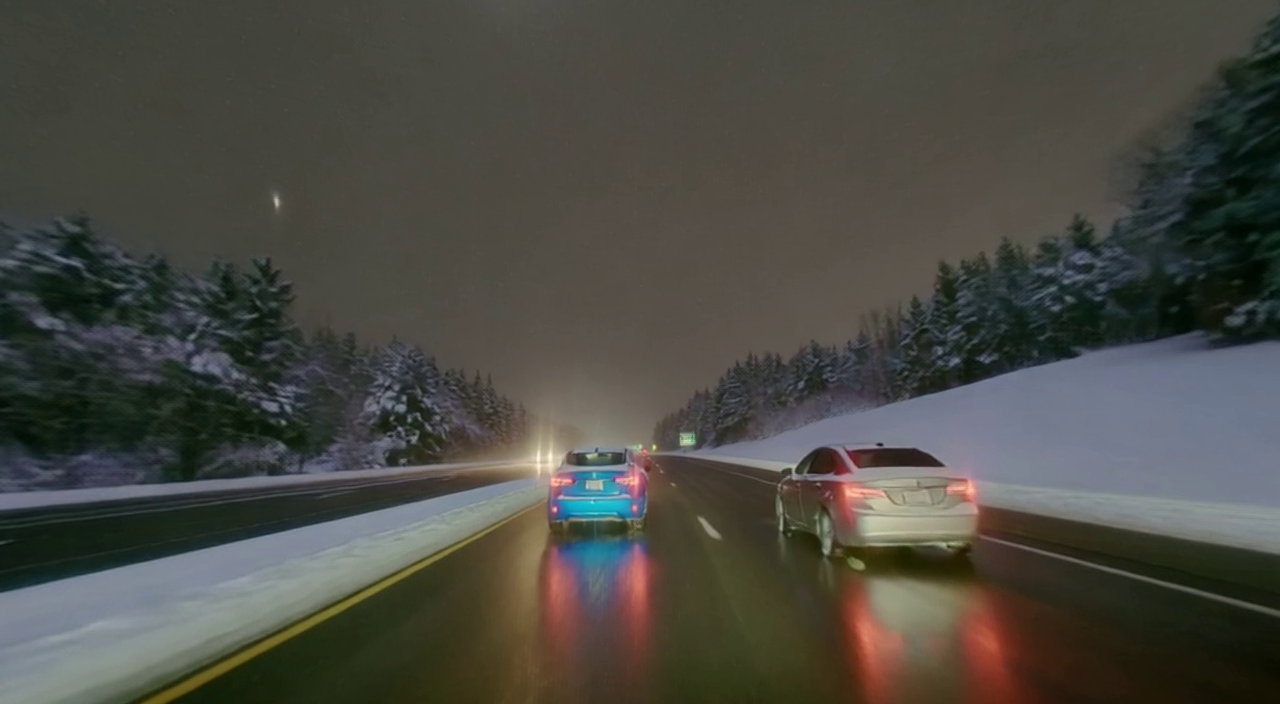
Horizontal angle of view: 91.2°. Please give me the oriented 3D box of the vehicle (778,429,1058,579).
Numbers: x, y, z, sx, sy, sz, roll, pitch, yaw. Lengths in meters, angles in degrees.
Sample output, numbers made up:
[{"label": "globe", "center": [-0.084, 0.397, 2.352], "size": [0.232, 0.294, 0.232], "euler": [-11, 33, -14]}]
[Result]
[{"label": "vehicle", "center": [3.364, 1.906, 8.639], "size": [2.021, 1.533, 4.014], "euler": [-1, -9, 1]}]

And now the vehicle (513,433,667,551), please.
[{"label": "vehicle", "center": [-0.661, 2.231, 10.680], "size": [2.083, 1.548, 4.251], "euler": [-1, -9, 0]}]
